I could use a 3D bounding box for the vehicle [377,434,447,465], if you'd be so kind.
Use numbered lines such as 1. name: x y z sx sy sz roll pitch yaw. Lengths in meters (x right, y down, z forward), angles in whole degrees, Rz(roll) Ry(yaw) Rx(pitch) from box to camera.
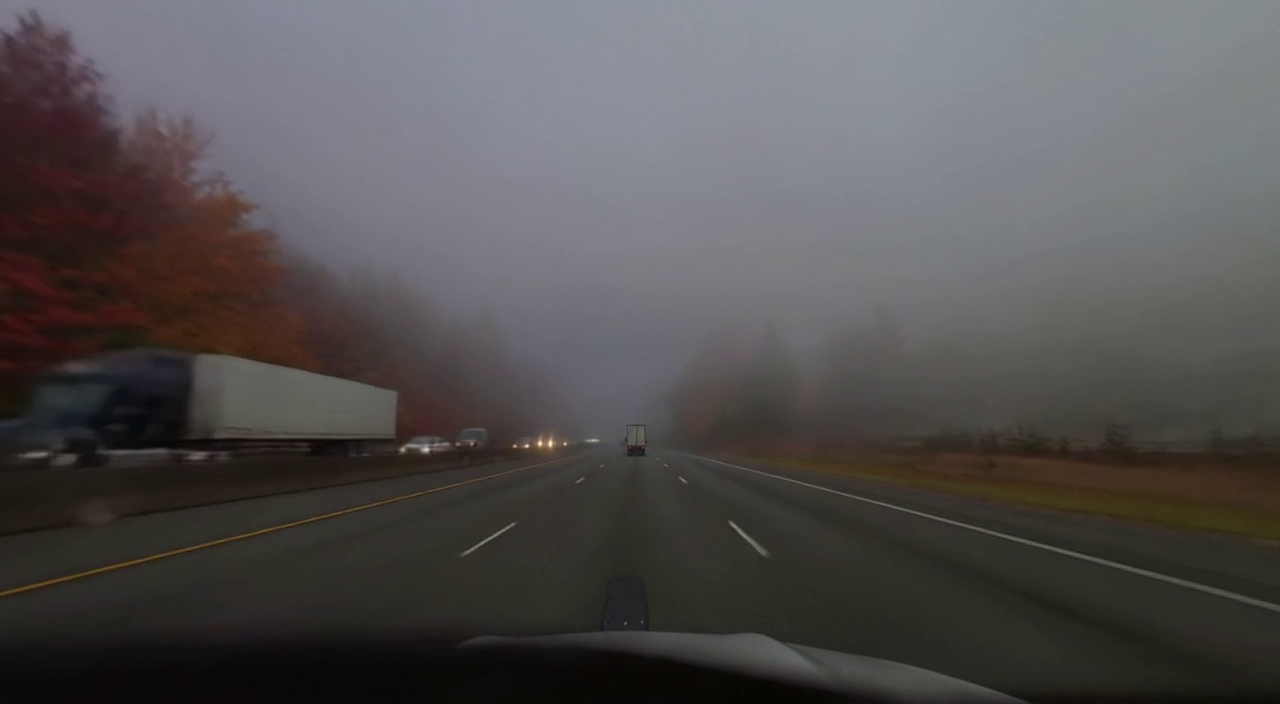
1. vehicle: -11.669 5.012 32.504 1.933 1.497 4.435 0 -8 0

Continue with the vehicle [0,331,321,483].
1. vehicle: -15.534 2.188 22.018 3.051 4.038 10.652 0 -8 0
